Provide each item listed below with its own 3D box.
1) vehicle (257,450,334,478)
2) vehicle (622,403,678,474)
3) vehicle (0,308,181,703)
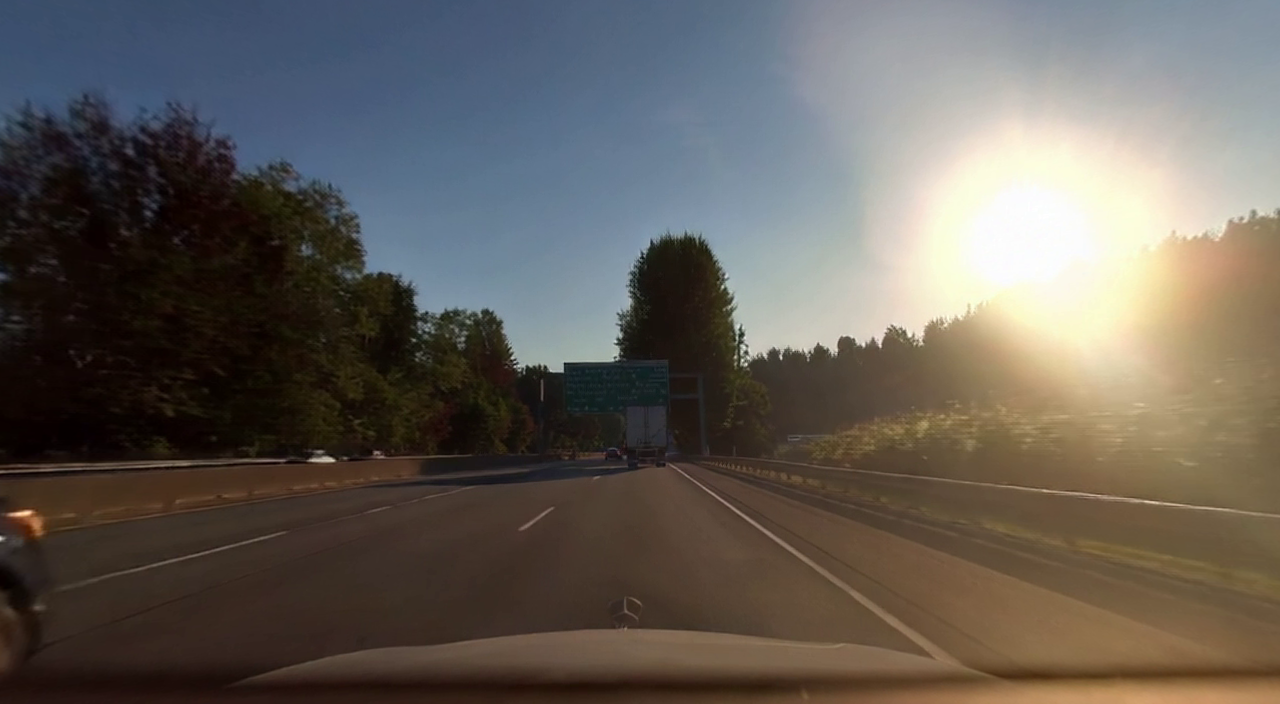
[{"bbox_3d":[-19.659,6.393,36.242,1.816,1.476,4.468,0,-9,1],"label":"vehicle"},{"bbox_3d":[0.457,5.608,39.968,2.976,3.800,12.335,0,-9,-1],"label":"vehicle"},{"bbox_3d":[-3.795,0.530,0.967,2.226,1.933,5.179,0,-9,0],"label":"vehicle"}]
